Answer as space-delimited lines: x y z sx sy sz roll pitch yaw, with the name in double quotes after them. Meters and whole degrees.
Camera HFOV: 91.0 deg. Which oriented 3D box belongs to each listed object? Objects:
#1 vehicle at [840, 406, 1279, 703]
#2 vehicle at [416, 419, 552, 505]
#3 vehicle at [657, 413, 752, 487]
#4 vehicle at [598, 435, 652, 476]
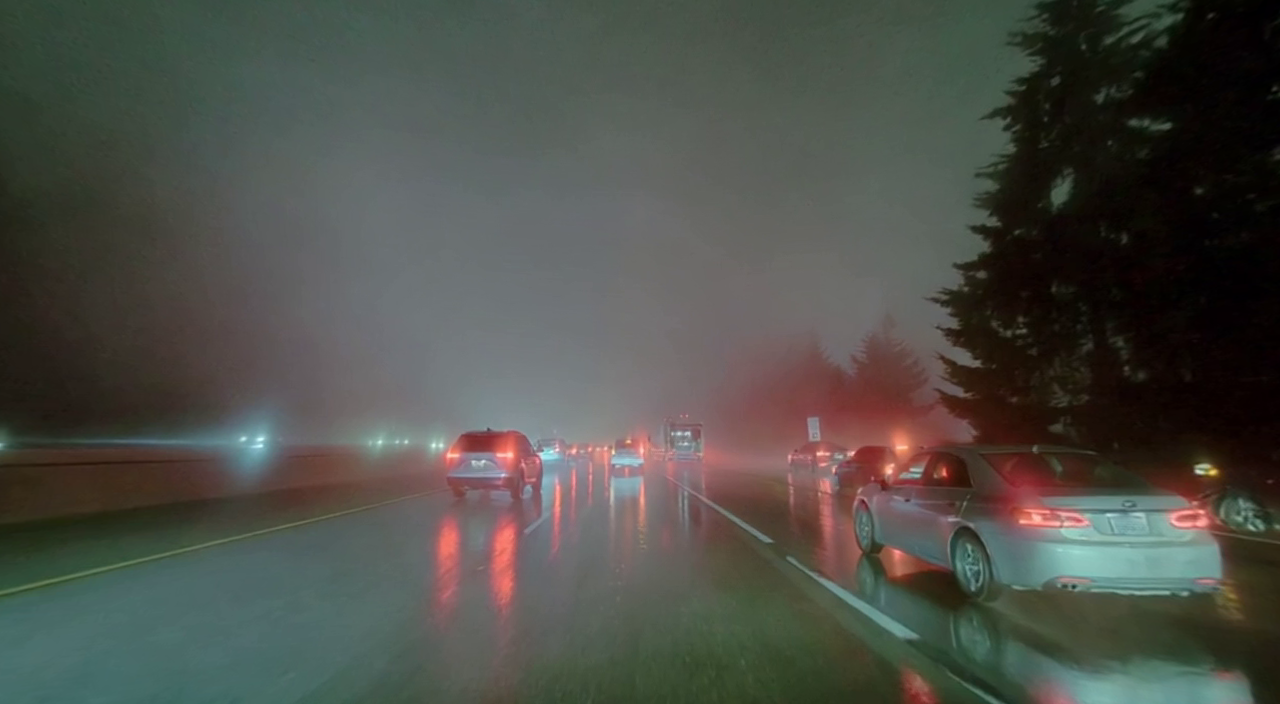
3.223 1.299 4.685 2.031 1.504 4.327 0 -9 0 "vehicle"
-3.643 2.701 15.823 2.176 1.783 4.799 0 -9 0 "vehicle"
3.082 5.306 34.632 3.426 3.279 12.313 1 -8 -2 "vehicle"
-0.656 4.612 28.306 2.235 1.682 4.094 0 -9 -1 "vehicle"
